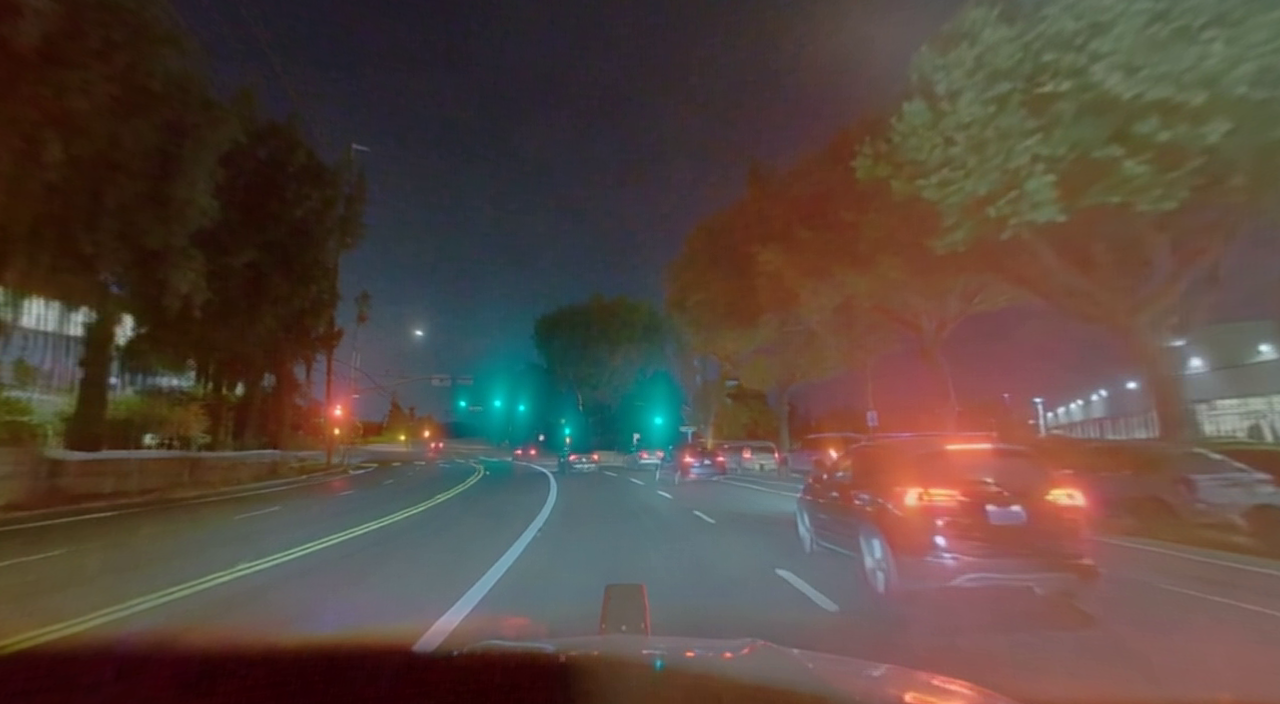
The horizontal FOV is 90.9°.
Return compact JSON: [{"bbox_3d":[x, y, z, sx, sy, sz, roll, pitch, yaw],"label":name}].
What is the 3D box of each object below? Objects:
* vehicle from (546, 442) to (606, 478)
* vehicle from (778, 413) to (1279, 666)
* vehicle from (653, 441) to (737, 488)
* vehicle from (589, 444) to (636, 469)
[{"bbox_3d":[-3.157,5.112,30.090,2.308,1.535,4.811,2,-9,-12],"label":"vehicle"},{"bbox_3d":[2.974,1.433,5.986,2.280,1.472,4.426,0,-9,-1],"label":"vehicle"},{"bbox_3d":[1.823,3.947,22.501,1.984,1.476,4.488,1,-9,-8],"label":"vehicle"},{"bbox_3d":[-1.782,6.480,39.269,1.957,1.463,4.701,2,-9,-15],"label":"vehicle"}]
